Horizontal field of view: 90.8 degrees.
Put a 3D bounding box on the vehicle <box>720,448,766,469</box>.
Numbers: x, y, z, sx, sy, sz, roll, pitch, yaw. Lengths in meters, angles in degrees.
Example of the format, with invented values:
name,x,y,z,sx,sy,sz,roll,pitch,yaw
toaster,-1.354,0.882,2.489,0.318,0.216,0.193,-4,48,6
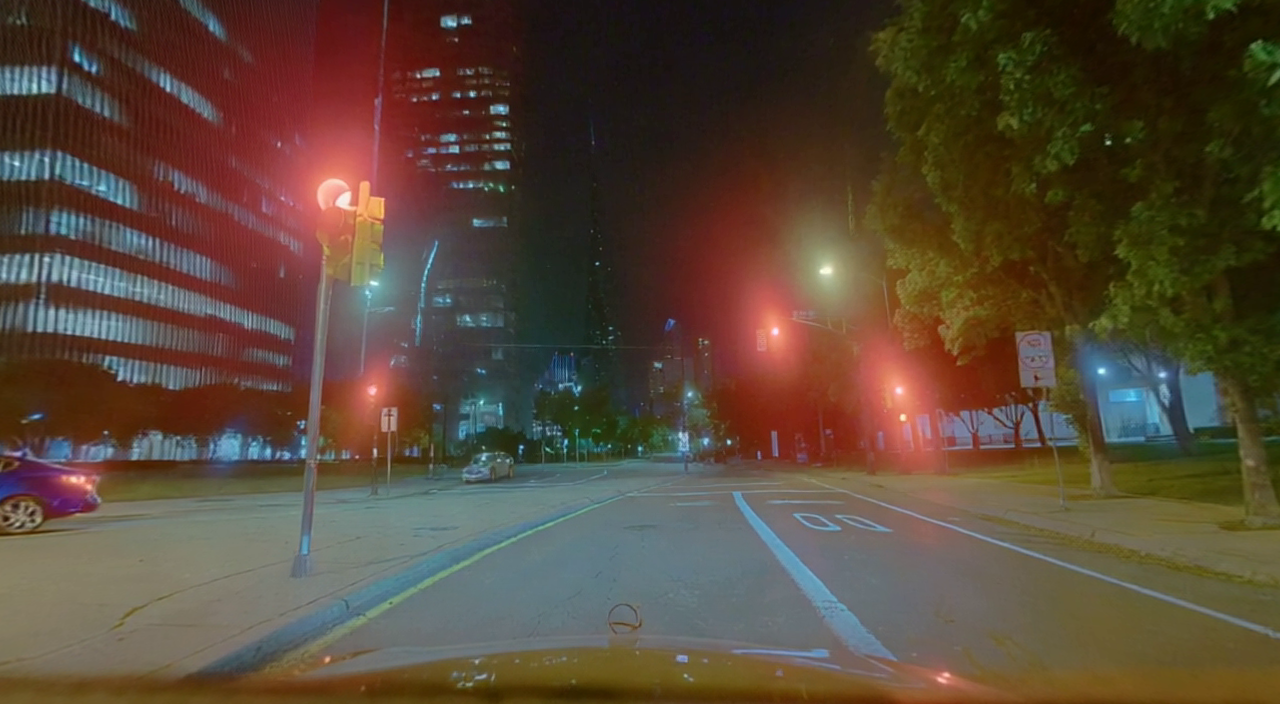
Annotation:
name,x,y,z,sx,sy,sz,roll,pitch,yaw
vehicle,7.857,8.129,48.414,1.829,1.440,4.384,2,-9,-14

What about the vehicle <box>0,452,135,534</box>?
name,x,y,z,sx,sy,sz,roll,pitch,yaw
vehicle,-12.860,2.715,12.270,4.598,1.490,1.816,7,-11,-40
